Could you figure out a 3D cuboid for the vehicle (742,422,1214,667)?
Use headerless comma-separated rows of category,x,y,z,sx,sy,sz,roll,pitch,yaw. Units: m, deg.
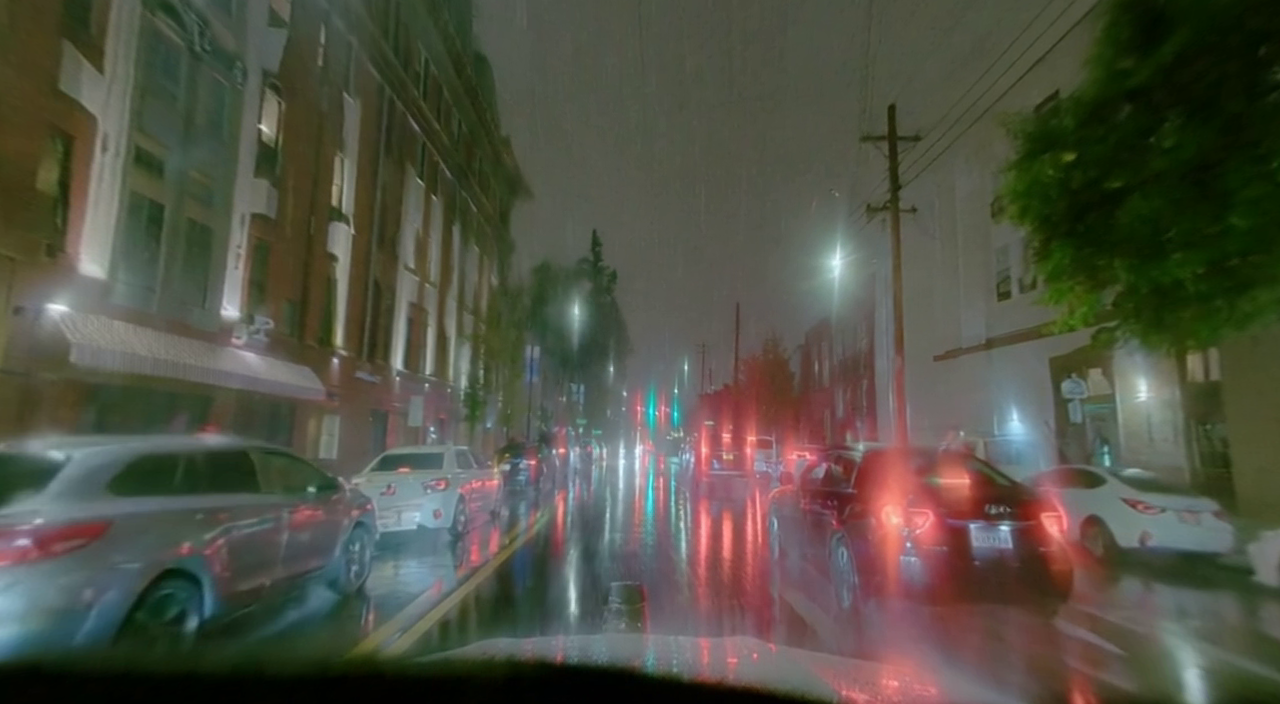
vehicle,2.479,1.531,6.256,2.080,1.495,4.591,0,-8,-1

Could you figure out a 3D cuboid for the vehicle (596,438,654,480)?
vehicle,-0.527,4.044,23.995,2.007,1.460,3.923,0,-8,0

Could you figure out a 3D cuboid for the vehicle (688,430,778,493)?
vehicle,2.714,3.333,19.542,2.002,1.707,4.547,0,-8,-1

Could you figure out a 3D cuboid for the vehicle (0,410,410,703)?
vehicle,-3.525,1.314,4.706,1.955,1.504,4.618,0,-8,-2
